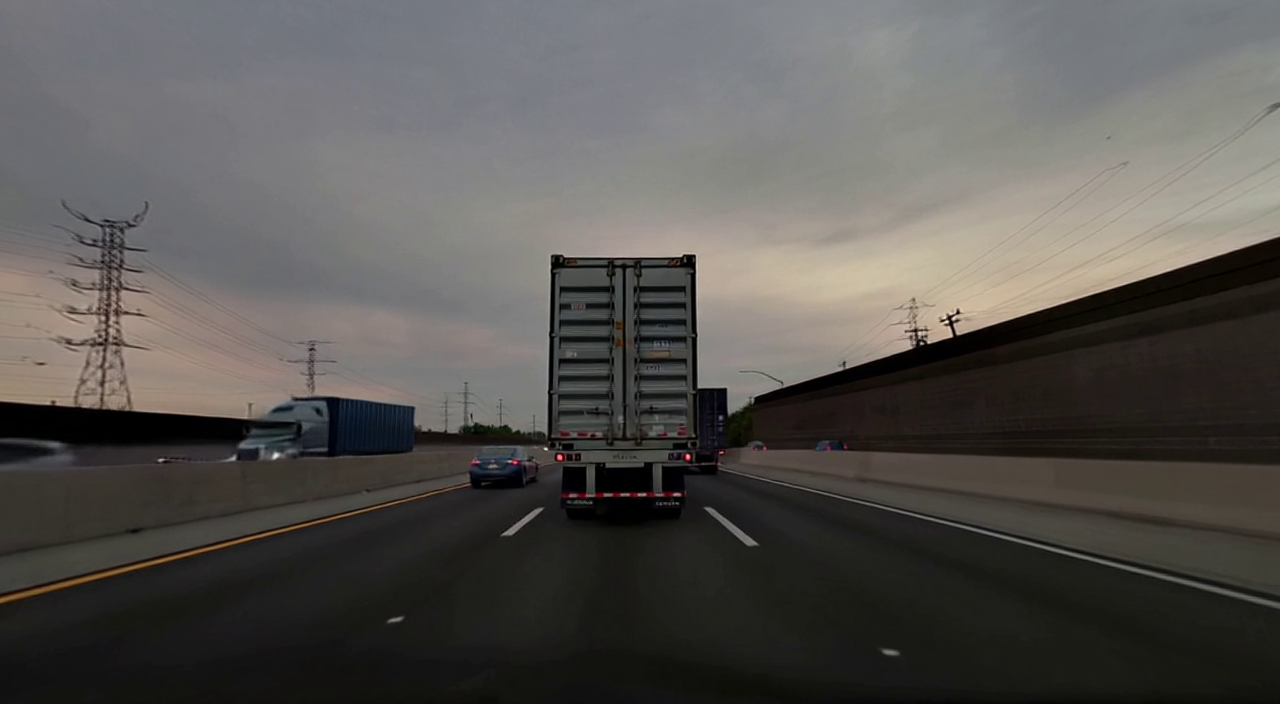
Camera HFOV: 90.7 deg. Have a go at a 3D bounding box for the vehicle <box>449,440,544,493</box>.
[{"bbox_3d":[-4.434,3.598,20.333,1.993,1.475,4.540,-1,-9,0],"label":"vehicle"}]

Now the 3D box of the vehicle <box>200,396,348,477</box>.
[{"bbox_3d":[-16.526,3.947,29.263,2.949,3.275,6.439,-1,-9,0],"label":"vehicle"}]

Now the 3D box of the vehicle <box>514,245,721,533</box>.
[{"bbox_3d":[-0.333,1.354,14.941,2.841,4.071,12.046,-1,-9,0],"label":"vehicle"}]

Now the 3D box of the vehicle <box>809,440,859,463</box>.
[{"bbox_3d":[13.455,6.928,44.136,2.020,1.546,4.336,0,-9,-2],"label":"vehicle"}]
